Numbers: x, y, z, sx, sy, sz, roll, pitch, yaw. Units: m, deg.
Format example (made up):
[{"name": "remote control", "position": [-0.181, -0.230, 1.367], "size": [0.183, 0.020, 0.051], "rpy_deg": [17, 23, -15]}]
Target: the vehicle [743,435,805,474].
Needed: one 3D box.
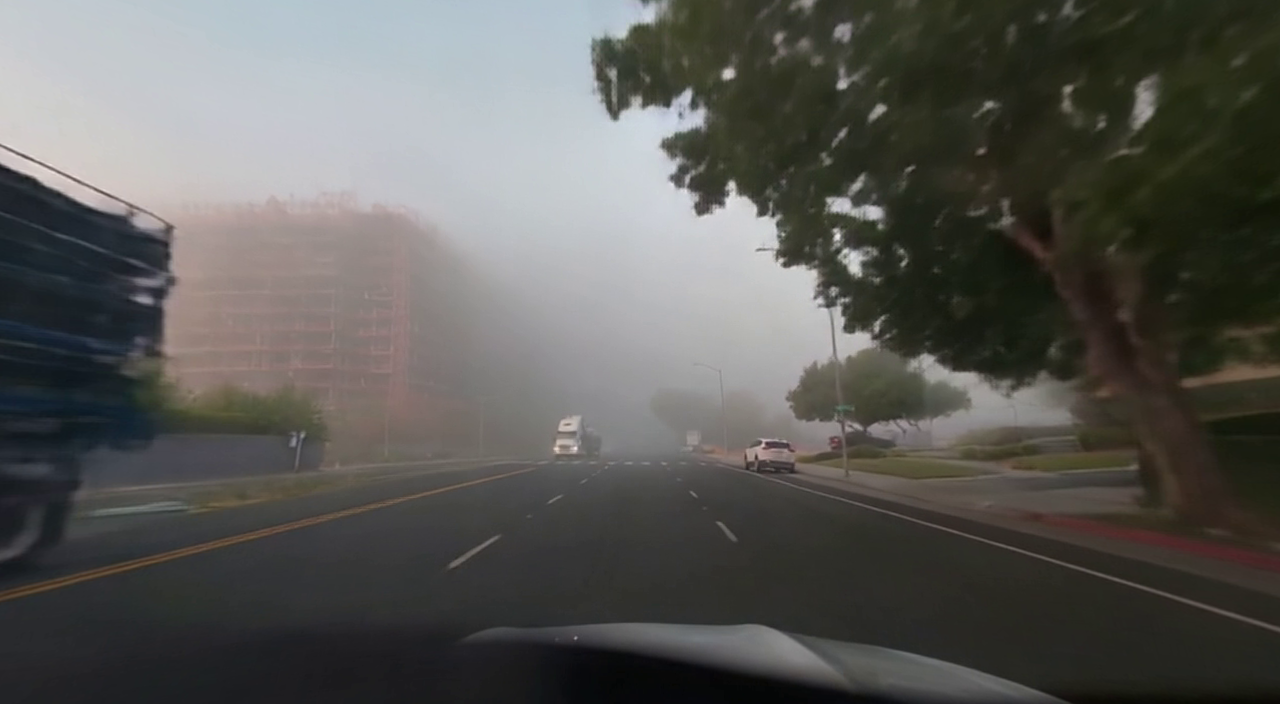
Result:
[{"name": "vehicle", "position": [6.826, 5.285, 32.581], "size": [2.169, 1.880, 4.849], "rpy_deg": [0, -8, 0]}]

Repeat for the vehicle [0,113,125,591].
[{"name": "vehicle", "position": [-7.225, -0.813, 0.104], "size": [2.815, 4.259, 13.345], "rpy_deg": [0, -8, 1]}]

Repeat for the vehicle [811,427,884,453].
[{"name": "vehicle", "position": [16.287, 6.946, 49.480], "size": [4.986, 2.005, 2.074], "rpy_deg": [0, -8, -1]}]
